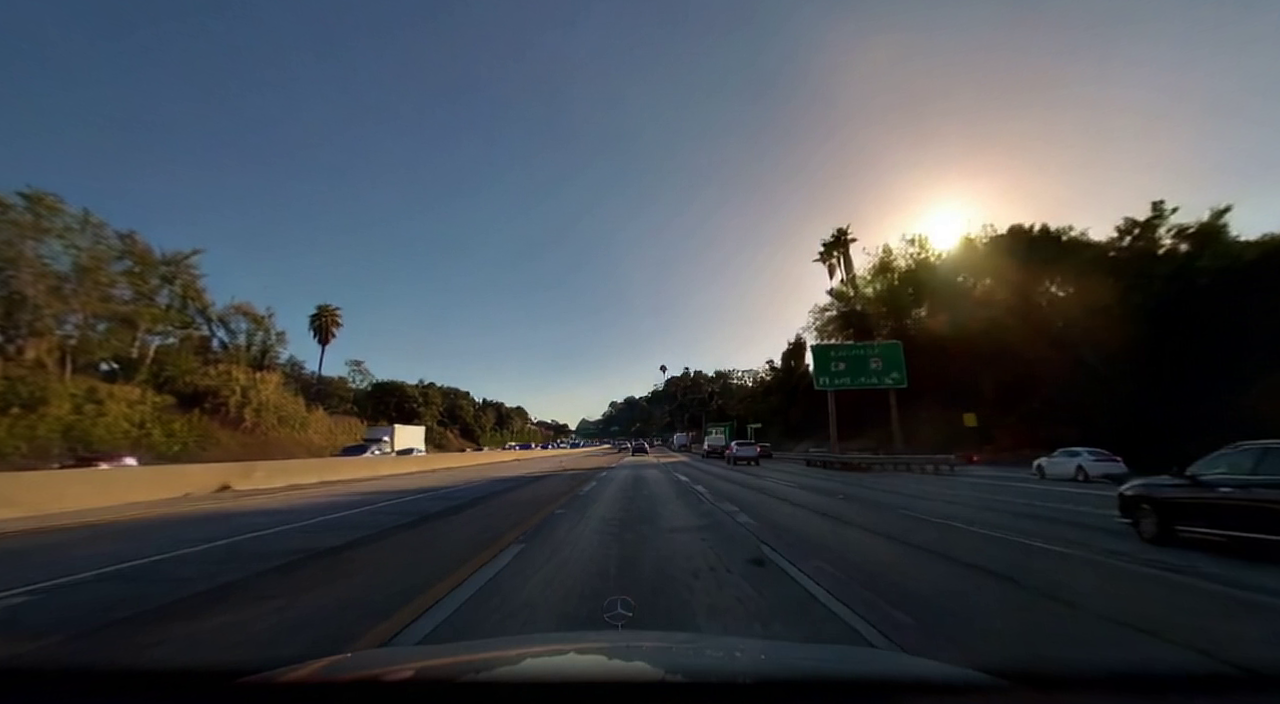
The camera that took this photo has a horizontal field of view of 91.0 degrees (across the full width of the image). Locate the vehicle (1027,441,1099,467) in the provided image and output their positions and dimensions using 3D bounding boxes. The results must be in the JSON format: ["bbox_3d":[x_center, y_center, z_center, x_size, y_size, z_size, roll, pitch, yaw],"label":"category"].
[{"bbox_3d":[28.260,6.792,42.258,1.961,1.641,4.335,-1,-8,3],"label":"vehicle"}]

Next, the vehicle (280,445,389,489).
[{"bbox_3d":[-12.275,4.623,25.725,1.946,1.614,4.913,0,-8,0],"label":"vehicle"}]

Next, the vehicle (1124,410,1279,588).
[{"bbox_3d":[6.845,1.287,5.374,1.902,1.623,4.360,0,-8,0],"label":"vehicle"}]

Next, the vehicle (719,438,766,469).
[{"bbox_3d":[5.916,5.901,36.642,2.035,1.704,3.867,0,-8,0],"label":"vehicle"}]
